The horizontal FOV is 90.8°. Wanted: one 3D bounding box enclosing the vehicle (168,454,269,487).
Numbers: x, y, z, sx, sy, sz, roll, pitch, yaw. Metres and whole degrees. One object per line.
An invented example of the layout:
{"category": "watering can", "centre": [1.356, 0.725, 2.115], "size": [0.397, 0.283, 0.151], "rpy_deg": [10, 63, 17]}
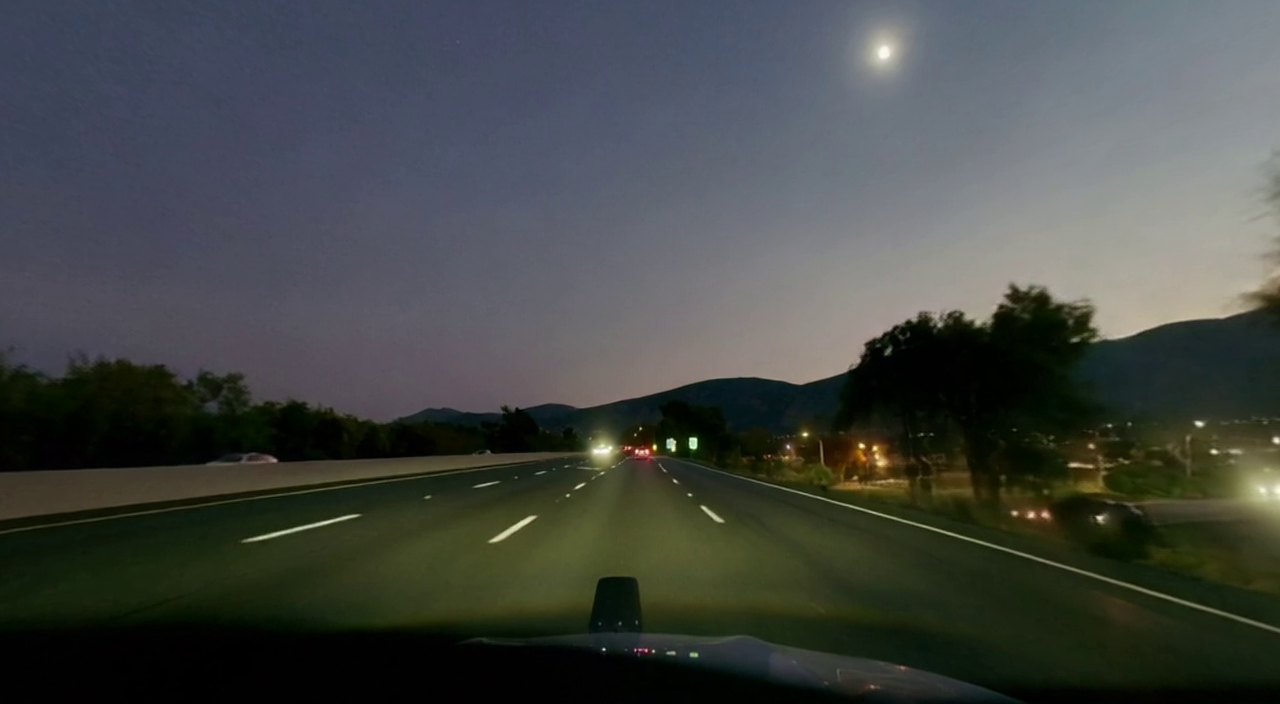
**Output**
{"category": "vehicle", "centre": [-21.186, 5.957, 32.021], "size": [1.829, 1.493, 4.662], "rpy_deg": [0, -9, 1]}
